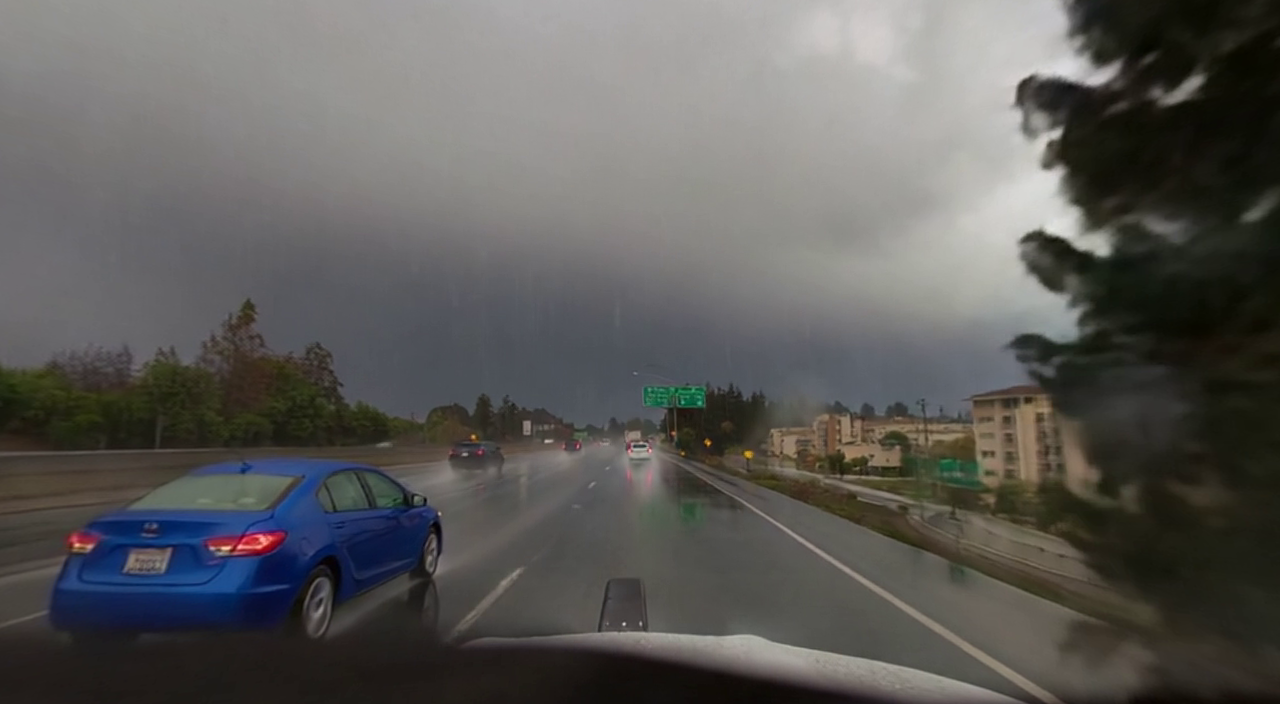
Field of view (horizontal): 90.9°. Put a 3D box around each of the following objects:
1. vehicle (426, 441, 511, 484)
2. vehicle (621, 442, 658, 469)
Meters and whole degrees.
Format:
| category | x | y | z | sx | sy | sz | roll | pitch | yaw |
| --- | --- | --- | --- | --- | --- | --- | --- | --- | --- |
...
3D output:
| category | x | y | z | sx | sy | sz | roll | pitch | yaw |
| --- | --- | --- | --- | --- | --- | --- | --- | --- | --- |
| vehicle | -6.522 | 4.225 | 24.561 | 2.075 | 1.528 | 4.327 | 0 | -8 | 0 |
| vehicle | -0.054 | 5.940 | 36.320 | 2.051 | 1.443 | 3.770 | 0 | -8 | -1 |
